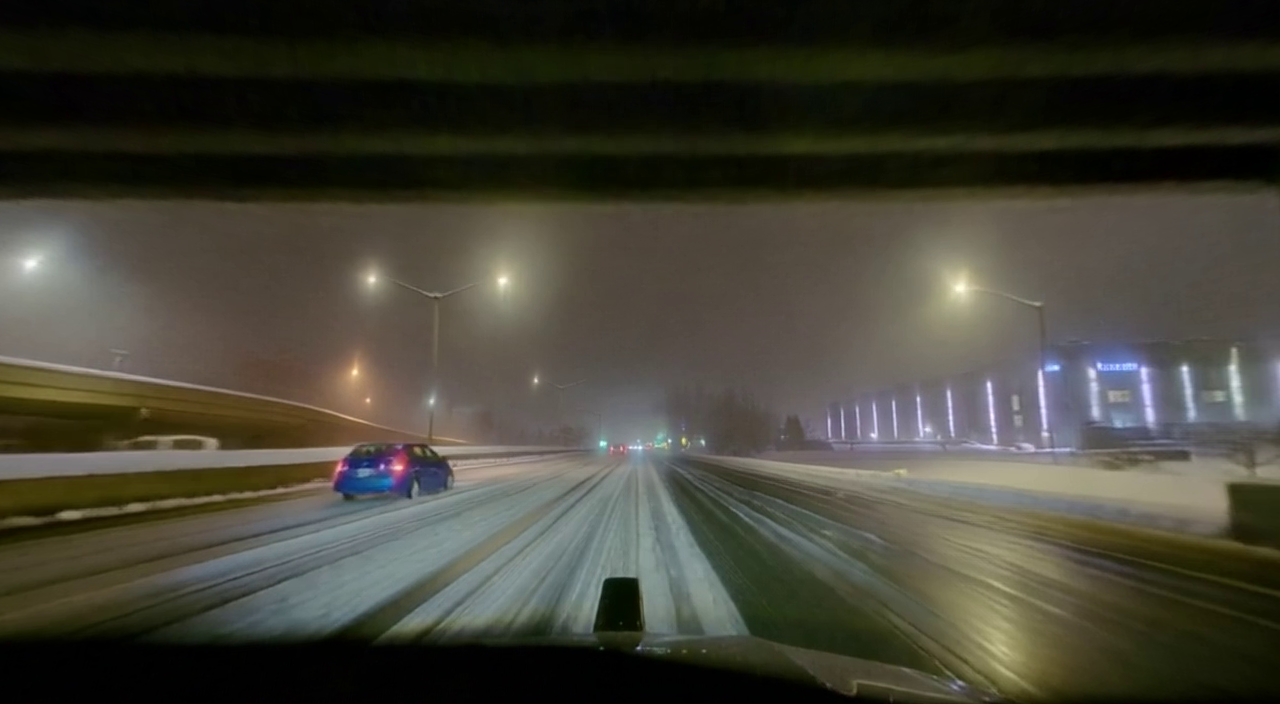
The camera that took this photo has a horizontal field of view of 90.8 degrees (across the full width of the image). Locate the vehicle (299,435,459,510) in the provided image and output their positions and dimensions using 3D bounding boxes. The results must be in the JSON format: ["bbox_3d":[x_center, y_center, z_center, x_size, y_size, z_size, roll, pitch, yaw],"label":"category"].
[{"bbox_3d":[-6.020,2.818,15.236,1.990,1.529,4.288,0,-9,1],"label":"vehicle"}]

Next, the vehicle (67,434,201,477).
[{"bbox_3d":[-19.023,3.909,24.024,1.869,1.483,3.866,0,-9,0],"label":"vehicle"}]
